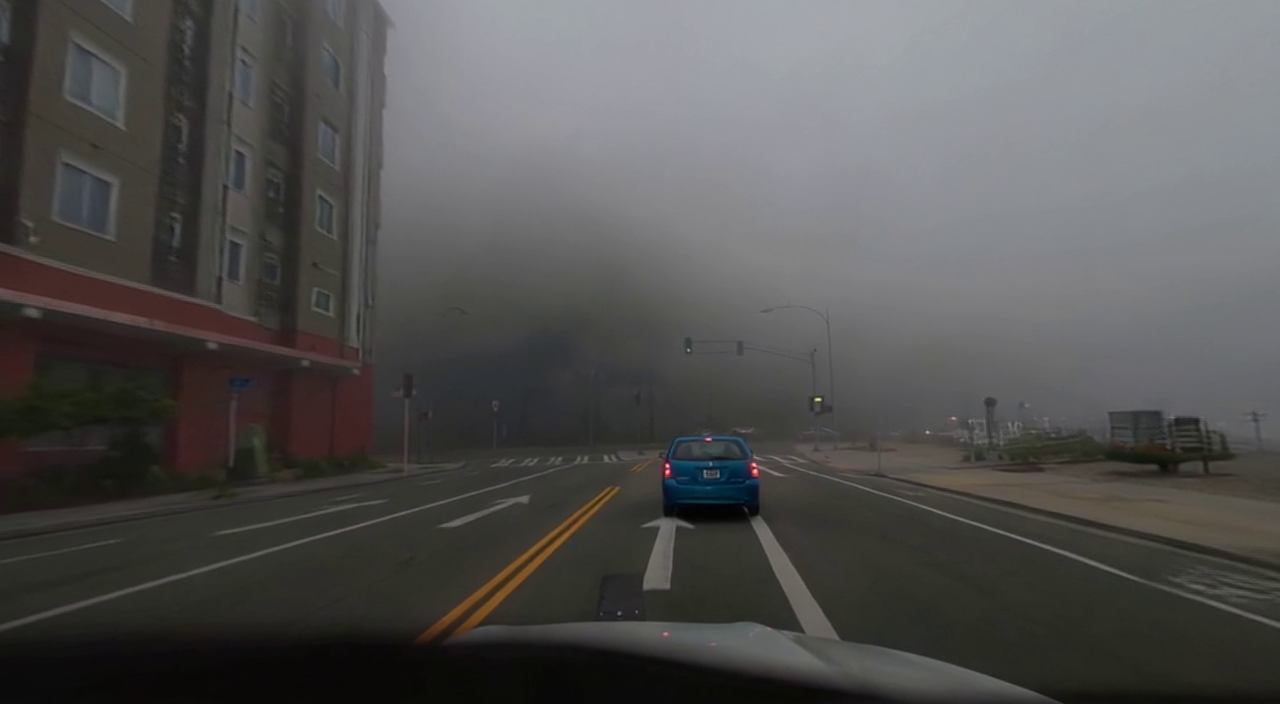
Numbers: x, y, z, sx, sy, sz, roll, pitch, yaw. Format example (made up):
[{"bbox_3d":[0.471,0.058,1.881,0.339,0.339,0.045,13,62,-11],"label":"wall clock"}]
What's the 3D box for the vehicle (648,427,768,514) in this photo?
[{"bbox_3d":[1.268,2.226,12.453,1.950,1.401,4.159,-1,-8,4],"label":"vehicle"}]
